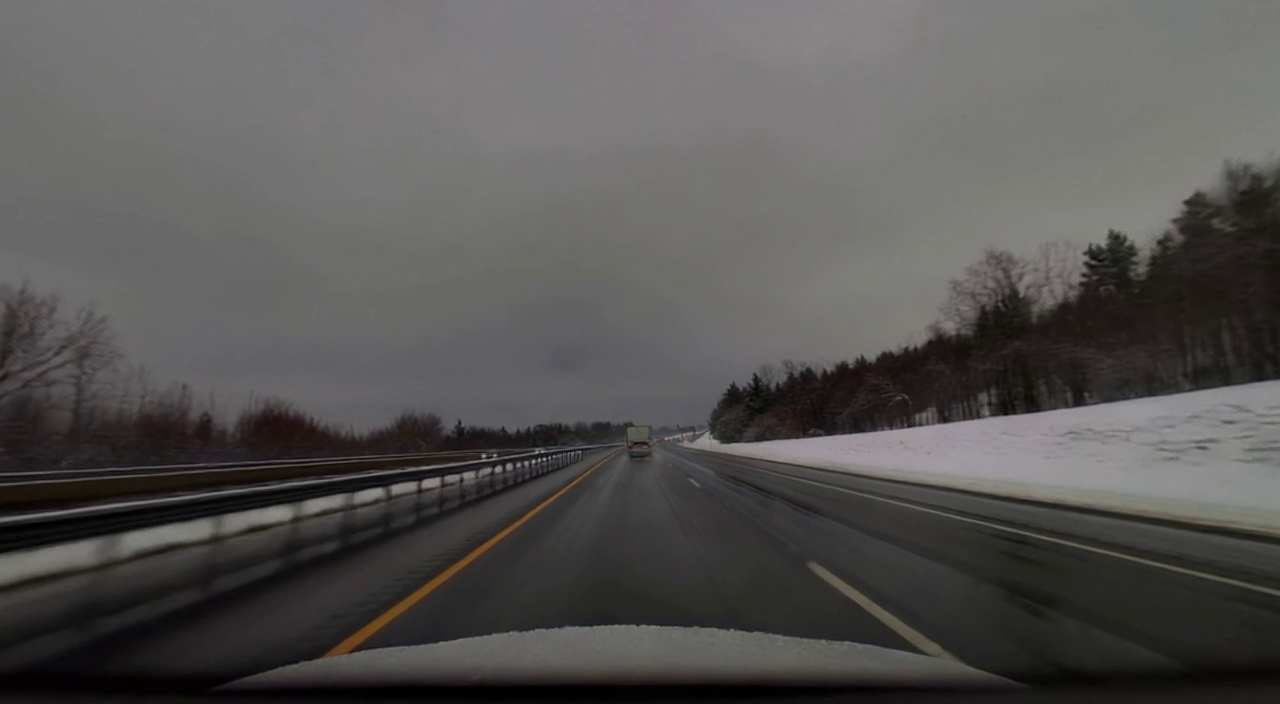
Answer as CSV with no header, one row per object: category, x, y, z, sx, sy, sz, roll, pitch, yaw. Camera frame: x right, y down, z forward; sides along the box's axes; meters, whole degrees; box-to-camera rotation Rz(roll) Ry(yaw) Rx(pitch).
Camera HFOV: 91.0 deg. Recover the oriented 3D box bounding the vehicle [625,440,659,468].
vehicle,0.114,6.604,41.023,2.059,1.696,4.165,0,-8,0
